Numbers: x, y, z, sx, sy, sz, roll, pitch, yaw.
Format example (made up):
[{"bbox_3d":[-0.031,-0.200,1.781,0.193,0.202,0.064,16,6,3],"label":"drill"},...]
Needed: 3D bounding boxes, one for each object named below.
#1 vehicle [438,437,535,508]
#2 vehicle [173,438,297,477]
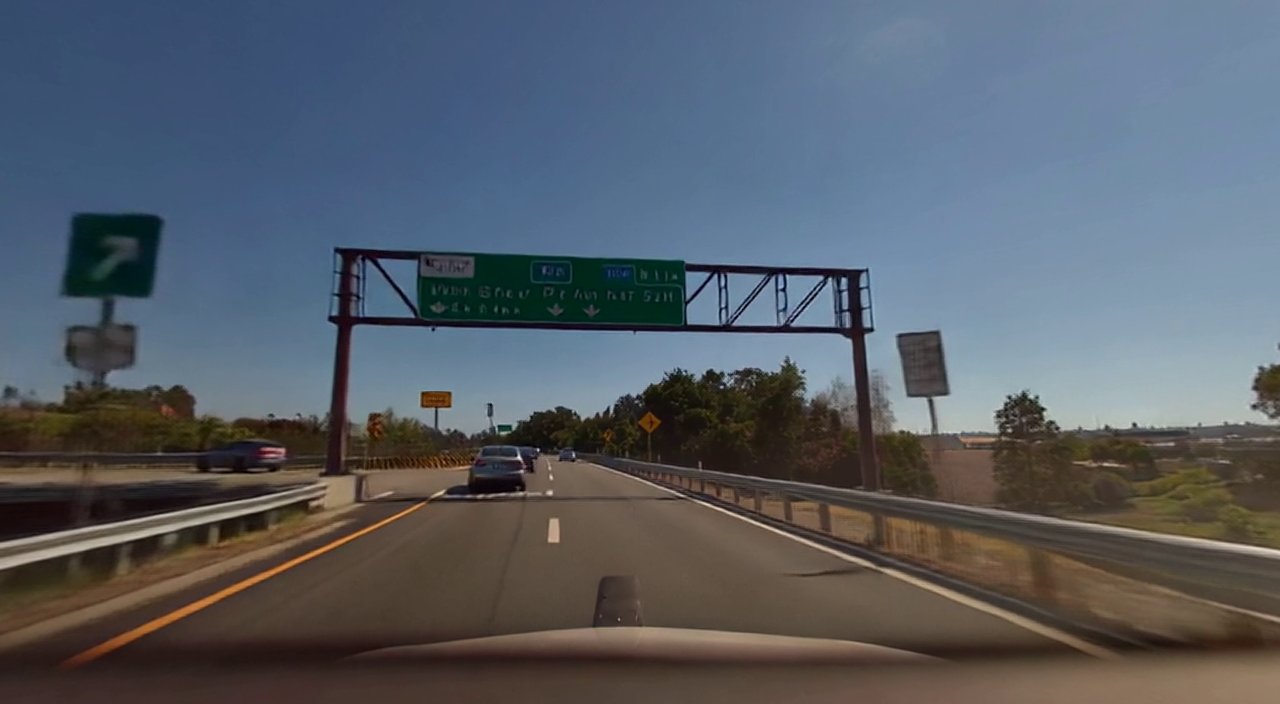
[{"bbox_3d":[-3.779,2.888,15.473,2.006,1.486,3.950,2,-9,-14],"label":"vehicle"},{"bbox_3d":[-17.033,4.431,26.406,4.278,1.505,2.018,-3,-9,18],"label":"vehicle"}]
